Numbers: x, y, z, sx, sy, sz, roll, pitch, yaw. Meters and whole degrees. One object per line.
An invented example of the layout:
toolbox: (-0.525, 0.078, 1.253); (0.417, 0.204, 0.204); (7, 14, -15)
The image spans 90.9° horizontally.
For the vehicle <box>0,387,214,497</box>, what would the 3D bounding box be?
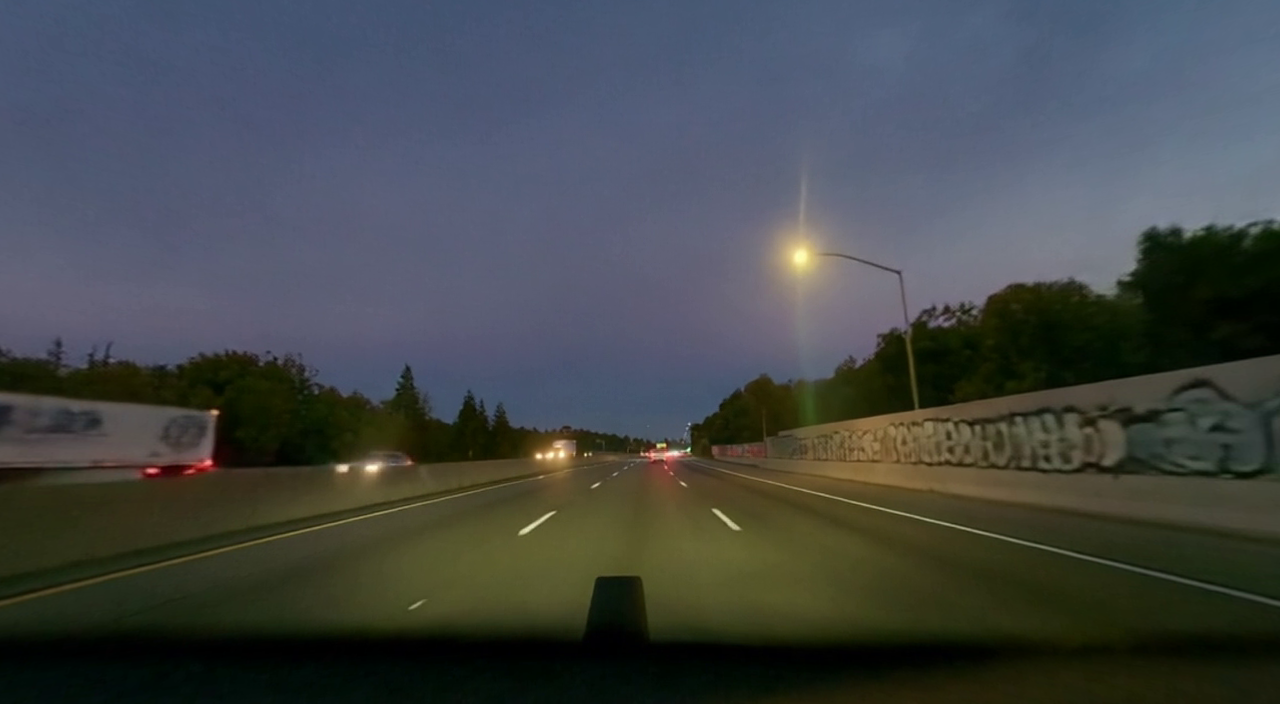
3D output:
vehicle: (-25.222, 3.882, 26.810); (2.885, 4.105, 14.085); (-1, -9, 7)

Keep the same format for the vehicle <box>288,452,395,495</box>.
vehicle: (-12.037, 4.884, 25.799); (2.025, 1.564, 4.626); (0, -9, 1)
